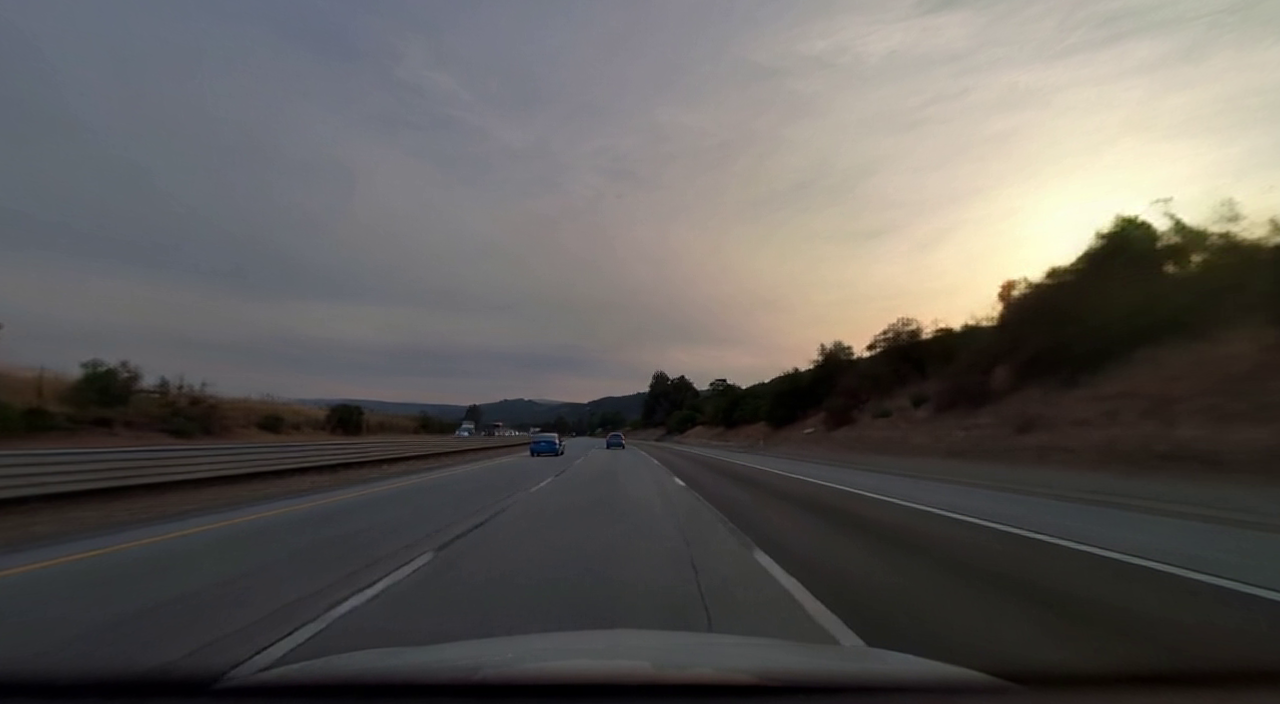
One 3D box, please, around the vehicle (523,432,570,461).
[{"bbox_3d":[-5.247,5.382,36.108,2.141,1.534,5.099,0,-8,-2],"label":"vehicle"}]
